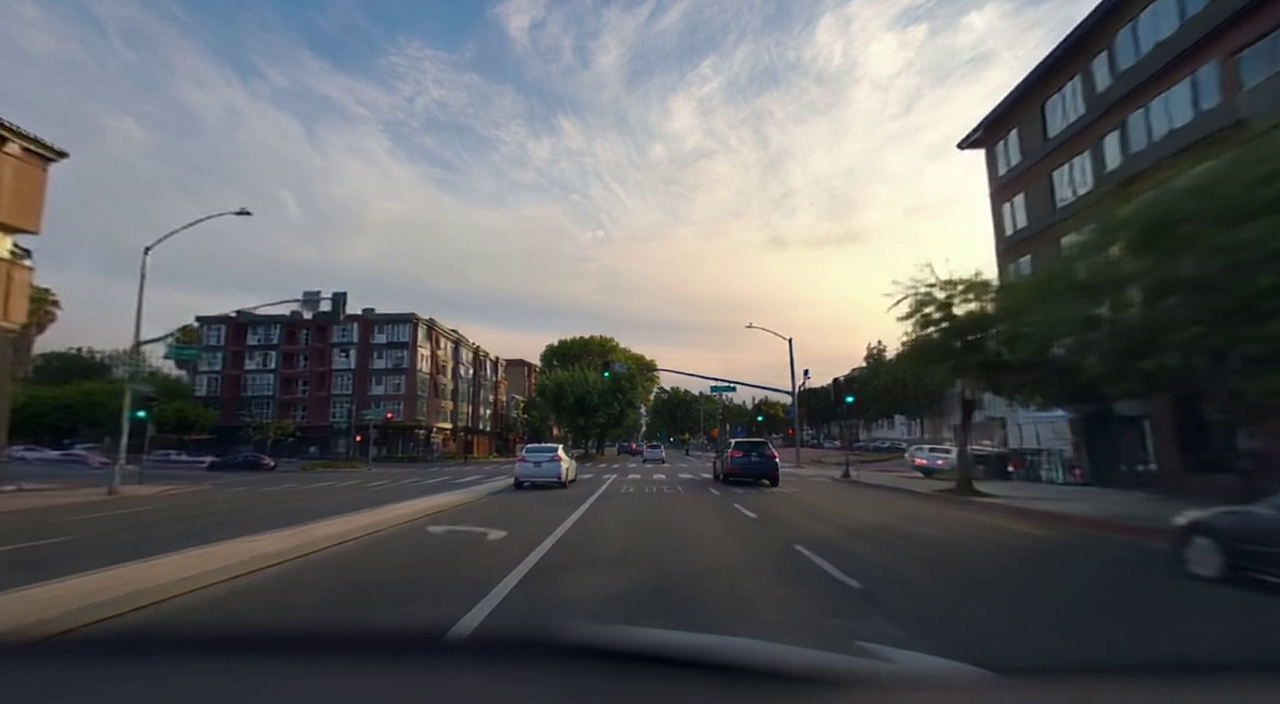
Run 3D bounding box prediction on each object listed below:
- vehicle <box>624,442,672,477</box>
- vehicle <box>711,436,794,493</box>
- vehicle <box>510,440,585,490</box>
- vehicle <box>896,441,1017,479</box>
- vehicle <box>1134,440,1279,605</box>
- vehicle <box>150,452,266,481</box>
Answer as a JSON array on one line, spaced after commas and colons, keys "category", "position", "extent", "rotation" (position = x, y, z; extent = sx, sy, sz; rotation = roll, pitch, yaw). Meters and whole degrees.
[{"category": "vehicle", "position": [0.361, 5.017, 29.651], "extent": [2.103, 1.468, 4.094], "rotation": [0, -9, 0]}, {"category": "vehicle", "position": [3.510, 3.578, 20.392], "extent": [1.987, 1.637, 3.896], "rotation": [0, -9, 0]}, {"category": "vehicle", "position": [-3.027, 3.784, 21.488], "extent": [1.860, 1.510, 4.073], "rotation": [0, -9, 1]}, {"category": "vehicle", "position": [15.783, 5.394, 31.632], "extent": [4.921, 1.841, 1.957], "rotation": [0, -9, 1]}, {"category": "vehicle", "position": [6.859, 1.475, 5.235], "extent": [2.022, 1.491, 4.194], "rotation": [0, -9, -1]}, {"category": "vehicle", "position": [-23.668, 6.267, 34.669], "extent": [4.890, 1.514, 1.908], "rotation": [0, -9, -1]}]
